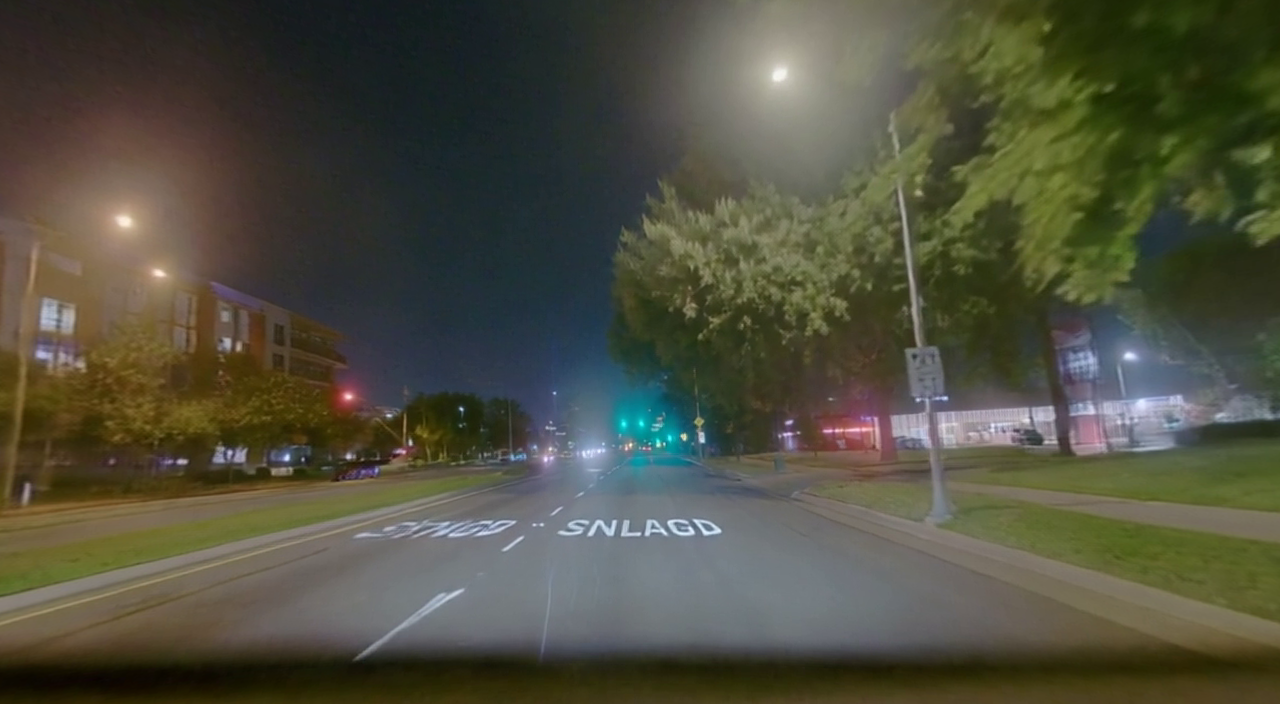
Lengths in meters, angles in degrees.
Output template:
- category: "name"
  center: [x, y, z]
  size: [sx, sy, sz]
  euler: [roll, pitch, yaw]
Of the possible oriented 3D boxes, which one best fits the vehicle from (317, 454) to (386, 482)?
- category: "vehicle"
  center: [-17.394, 6.987, 38.084]
  size: [1.861, 1.541, 4.530]
  euler: [0, -9, 3]
